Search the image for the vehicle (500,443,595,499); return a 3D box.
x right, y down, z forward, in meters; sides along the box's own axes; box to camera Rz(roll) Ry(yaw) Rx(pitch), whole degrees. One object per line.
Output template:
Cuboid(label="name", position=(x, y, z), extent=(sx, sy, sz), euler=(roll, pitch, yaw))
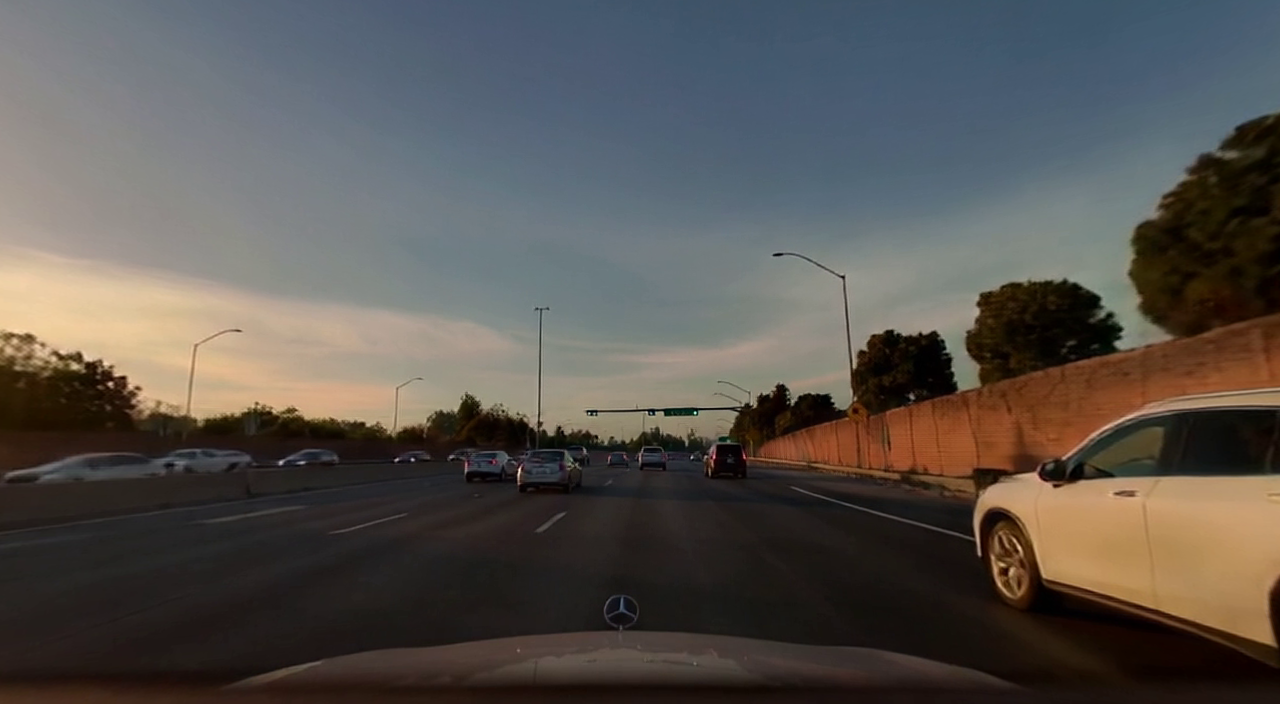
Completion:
Cuboid(label="vehicle", position=(-2.701, 3.613, 19.735), extent=(2.130, 1.514, 4.766), euler=(0, -8, 2))

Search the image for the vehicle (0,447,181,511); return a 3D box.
Cuboid(label="vehicle", position=(-14.972, 3.286, 16.954), extent=(1.854, 1.449, 4.476), euler=(0, -8, 1))

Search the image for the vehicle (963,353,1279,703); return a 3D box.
Cuboid(label="vehicle", position=(3.755, 0.909, 2.966), extent=(2.029, 1.716, 4.545), euler=(0, -8, 0))

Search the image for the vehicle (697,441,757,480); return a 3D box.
Cuboid(label="vehicle", position=(4.105, 5.177, 30.451), extent=(2.320, 1.735, 4.408), euler=(0, -8, 1))

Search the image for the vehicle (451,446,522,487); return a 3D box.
Cuboid(label="vehicle", position=(-6.050, 4.508, 25.277), extent=(1.835, 1.504, 3.612), euler=(0, -8, 1))

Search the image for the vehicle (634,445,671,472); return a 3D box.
Cuboid(label="vehicle", position=(0.937, 7.355, 43.777), extent=(2.408, 1.748, 4.217), euler=(-1, -8, 3))

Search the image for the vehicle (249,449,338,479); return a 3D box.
Cuboid(label="vehicle", position=(-18.503, 5.972, 34.023), extent=(1.977, 1.492, 4.744), euler=(-1, -8, 2))
